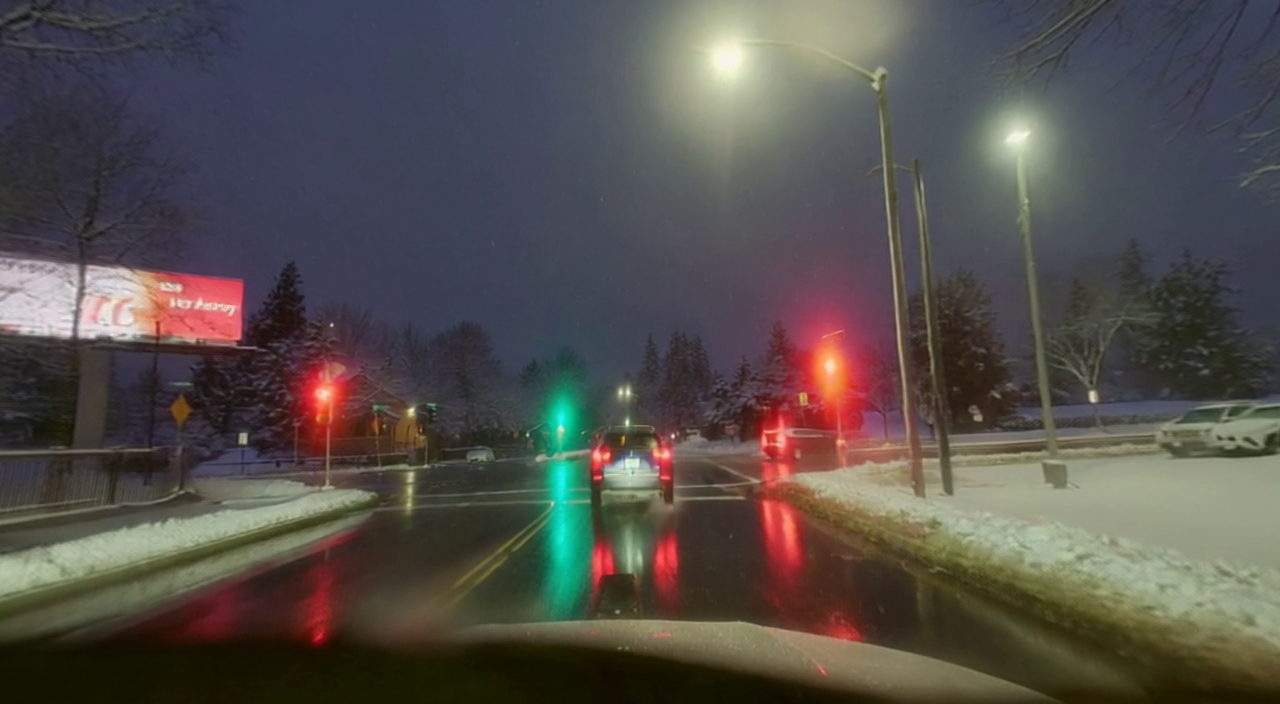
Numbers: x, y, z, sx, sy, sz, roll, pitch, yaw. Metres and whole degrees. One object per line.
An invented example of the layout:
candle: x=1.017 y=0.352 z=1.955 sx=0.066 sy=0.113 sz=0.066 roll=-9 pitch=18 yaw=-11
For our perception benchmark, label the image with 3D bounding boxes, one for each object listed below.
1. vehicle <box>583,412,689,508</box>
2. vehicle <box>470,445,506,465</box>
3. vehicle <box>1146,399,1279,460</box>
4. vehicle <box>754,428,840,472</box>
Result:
vehicle: x=-0.152 y=2.463 z=14.743 sx=2.142 sy=1.904 sz=3.816 roll=0 pitch=-8 yaw=-2
vehicle: x=-11.761 y=7.987 z=48.982 sx=1.989 sy=1.403 sz=4.331 roll=0 pitch=-8 yaw=-3
vehicle: x=15.965 y=2.037 z=16.432 sx=3.750 sy=1.502 sz=1.781 roll=-2 pitch=-8 yaw=14
vehicle: x=6.243 y=3.824 z=24.858 sx=3.403 sy=1.602 sz=1.716 roll=7 pitch=-11 yaw=-44
